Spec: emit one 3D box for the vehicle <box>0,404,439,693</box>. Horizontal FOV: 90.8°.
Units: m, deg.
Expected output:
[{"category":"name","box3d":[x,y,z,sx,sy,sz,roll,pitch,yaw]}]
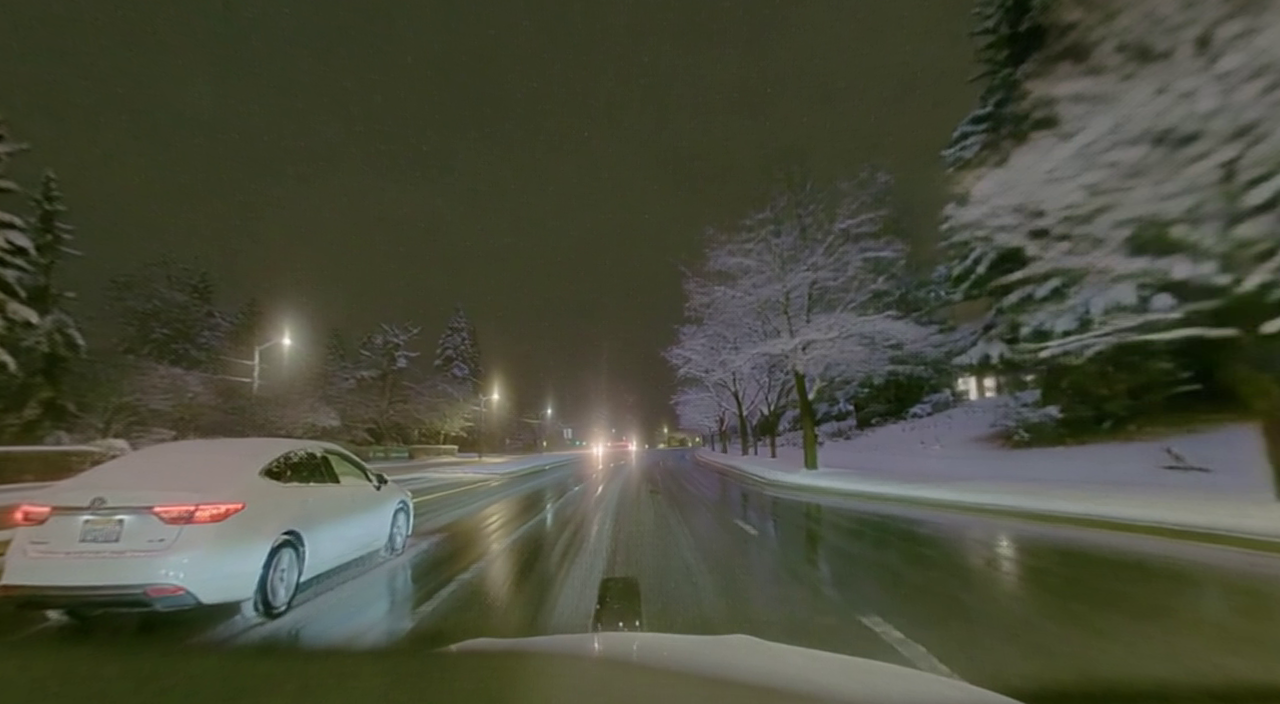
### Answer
[{"category":"vehicle","box3d":[-3.463,1.361,5.574,1.915,1.521,4.283,0,-8,1]}]
